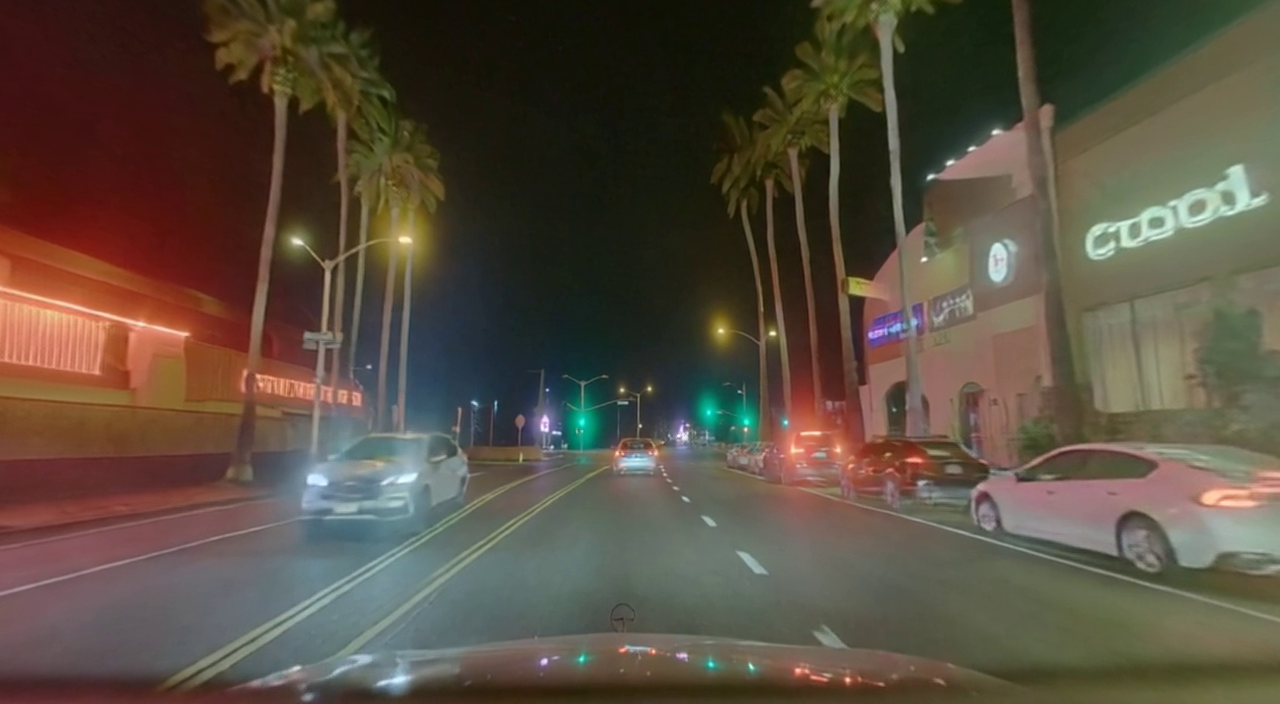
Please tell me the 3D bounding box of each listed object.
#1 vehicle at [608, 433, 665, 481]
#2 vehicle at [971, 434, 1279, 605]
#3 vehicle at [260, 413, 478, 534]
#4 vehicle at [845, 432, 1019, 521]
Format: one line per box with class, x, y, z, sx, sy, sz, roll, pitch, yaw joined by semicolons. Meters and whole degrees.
vehicle;-0.178;4.100;24.962;2.063;1.664;4.471;0;-8;-1
vehicle;6.260;1.814;7.873;1.885;1.506;4.302;0;-8;-1
vehicle;-4.630;2.141;11.721;2.188;1.797;4.358;0;-8;-1
vehicle;6.089;2.608;13.828;1.747;1.619;4.157;0;-8;-1
